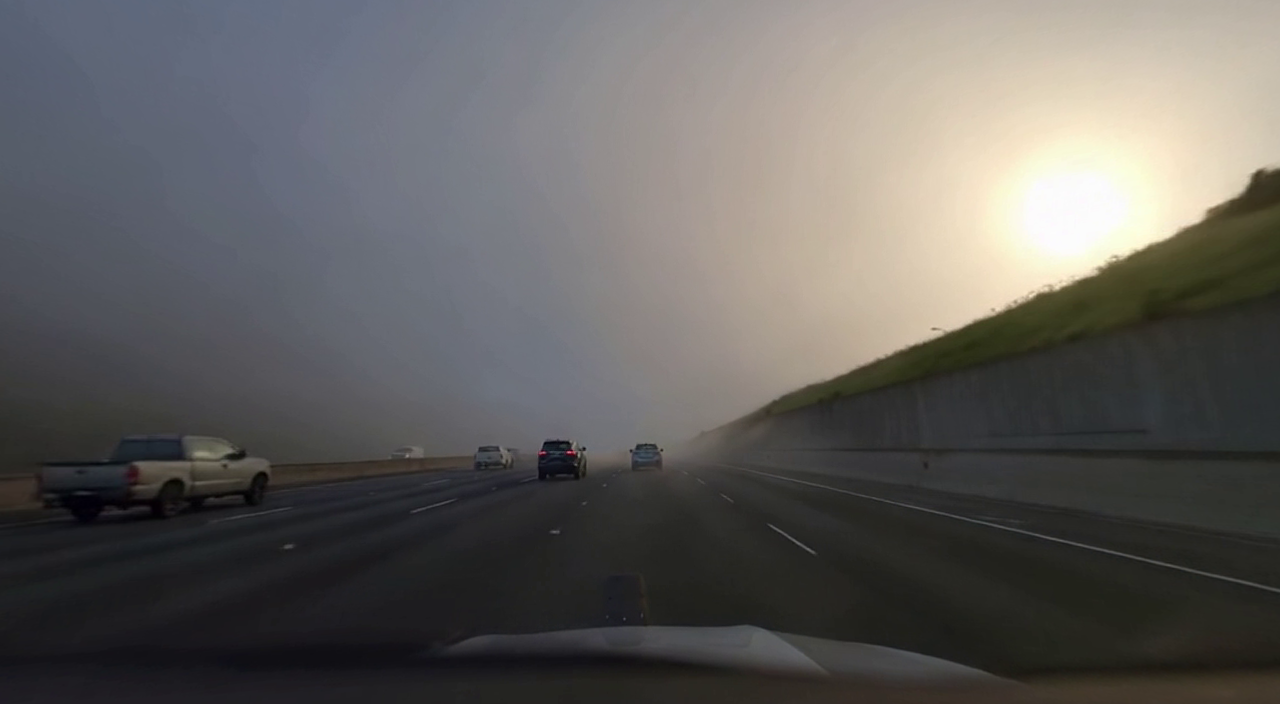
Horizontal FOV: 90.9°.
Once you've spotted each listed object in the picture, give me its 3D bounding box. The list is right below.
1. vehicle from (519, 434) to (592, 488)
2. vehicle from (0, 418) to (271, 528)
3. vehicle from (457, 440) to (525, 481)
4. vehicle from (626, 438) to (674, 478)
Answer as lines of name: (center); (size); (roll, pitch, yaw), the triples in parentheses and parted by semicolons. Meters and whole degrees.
vehicle: (-3.091, 4.108, 24.088); (2.093, 1.820, 4.506); (0, -9, 1)
vehicle: (-10.813, 2.556, 13.937); (2.054, 1.933, 5.247); (0, -9, 1)
vehicle: (-6.736, 4.946, 28.991); (2.059, 1.745, 4.239); (0, -9, 1)
vehicle: (0.447, 5.251, 31.496); (2.233, 1.804, 4.273); (0, -9, 0)
